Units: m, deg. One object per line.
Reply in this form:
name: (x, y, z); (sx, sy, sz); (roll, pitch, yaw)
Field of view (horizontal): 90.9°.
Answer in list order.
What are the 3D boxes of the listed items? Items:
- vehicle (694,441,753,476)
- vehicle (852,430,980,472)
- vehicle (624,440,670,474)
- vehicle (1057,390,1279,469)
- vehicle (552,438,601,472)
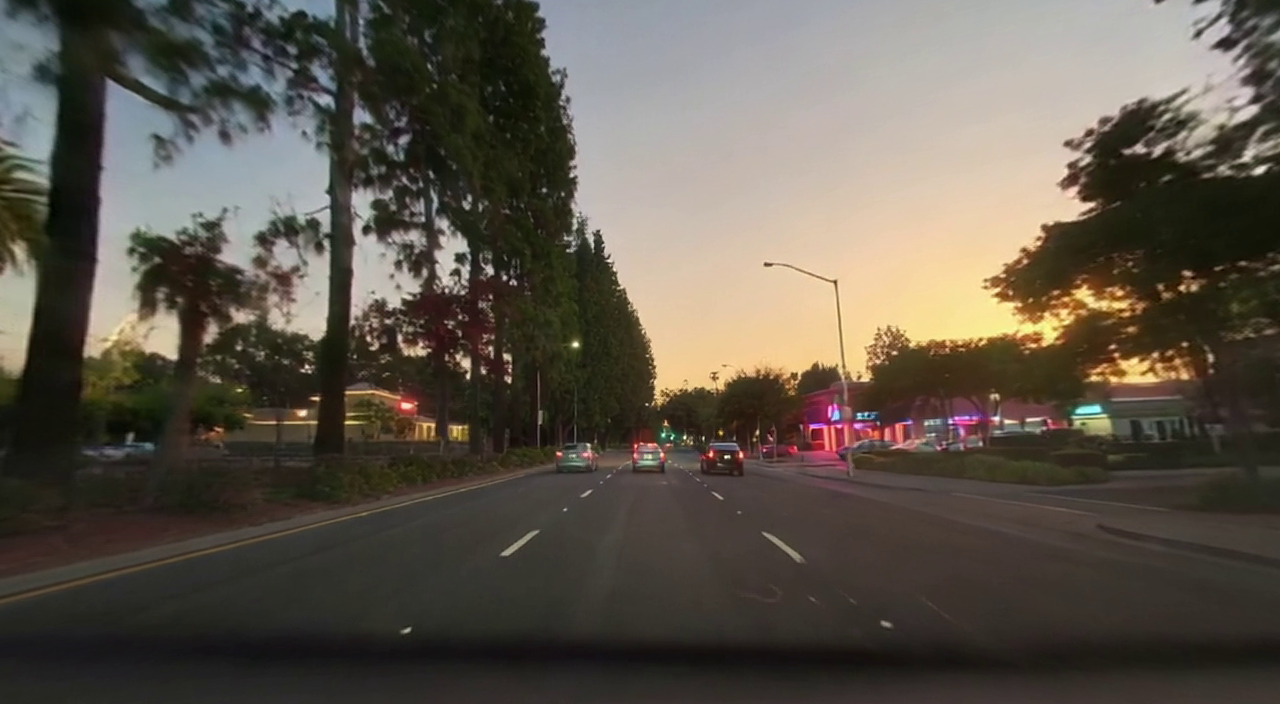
vehicle: (3.743, 4.861, 29.091); (2.012, 1.462, 4.400); (0, -8, -1)
vehicle: (13.391, 4.842, 30.834); (5.144, 1.834, 2.188); (-2, -9, 2)
vehicle: (0.313, 4.943, 29.953); (2.059, 1.477, 4.216); (0, -8, 0)
vehicle: (26.156, 3.901, 31.471); (8.385, 3.654, 2.810); (-1, -8, 2)
vehicle: (-3.133, 5.212, 32.040); (1.995, 1.607, 4.086); (0, -8, 1)
